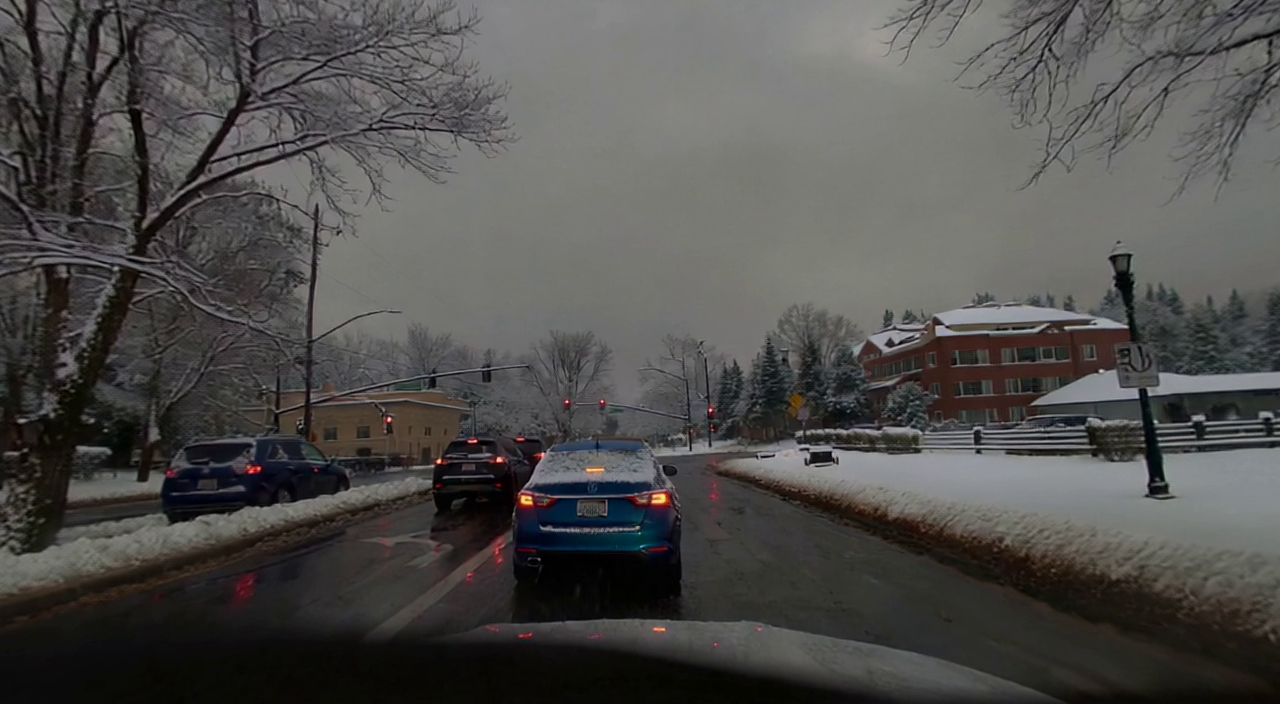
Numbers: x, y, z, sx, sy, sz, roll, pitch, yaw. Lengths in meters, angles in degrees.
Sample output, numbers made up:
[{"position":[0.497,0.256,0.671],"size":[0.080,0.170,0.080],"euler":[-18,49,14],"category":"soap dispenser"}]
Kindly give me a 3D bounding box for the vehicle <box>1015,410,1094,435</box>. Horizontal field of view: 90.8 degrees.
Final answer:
[{"position":[30.332,5.227,46.403],"size":[4.627,1.671,1.929],"euler":[-5,-10,29],"category":"vehicle"}]

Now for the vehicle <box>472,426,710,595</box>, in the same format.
[{"position":[-0.419,1.704,7.628],"size":[2.104,1.472,3.946],"euler":[0,-9,0],"category":"vehicle"}]

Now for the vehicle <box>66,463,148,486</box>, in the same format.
[{"position":[-36.456,8.375,43.273],"size":[3.918,1.423,1.861],"euler":[-1,-9,2],"category":"vehicle"}]

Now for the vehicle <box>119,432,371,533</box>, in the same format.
[{"position":[-7.271,2.427,12.336],"size":[2.096,1.593,4.288],"euler":[0,-9,0],"category":"vehicle"}]

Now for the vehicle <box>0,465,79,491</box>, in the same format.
[{"position":[-36.640,7.544,37.947],"size":[4.093,1.440,1.804],"euler":[0,-9,-1],"category":"vehicle"}]

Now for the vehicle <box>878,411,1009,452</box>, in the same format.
[{"position":[13.929,3.690,29.216],"size":[4.975,1.809,1.956],"euler":[0,-9,1],"category":"vehicle"}]
